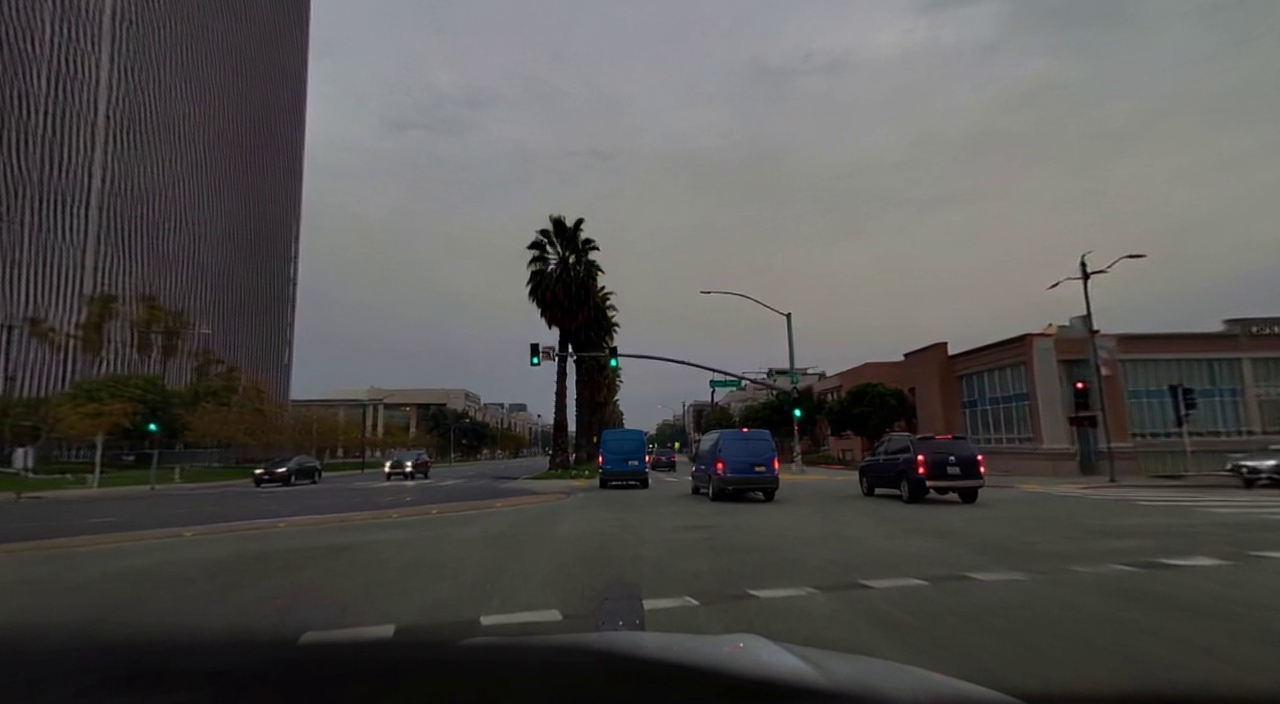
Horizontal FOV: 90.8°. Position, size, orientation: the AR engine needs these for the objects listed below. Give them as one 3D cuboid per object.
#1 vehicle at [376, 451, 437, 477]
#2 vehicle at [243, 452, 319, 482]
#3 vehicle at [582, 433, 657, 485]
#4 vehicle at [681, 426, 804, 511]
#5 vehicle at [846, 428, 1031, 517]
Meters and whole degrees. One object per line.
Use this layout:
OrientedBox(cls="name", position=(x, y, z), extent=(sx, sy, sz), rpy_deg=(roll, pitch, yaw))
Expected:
OrientedBox(cls="vehicle", position=(-14.387, 6.871, 39.162), extent=(2.067, 1.435, 4.558), rpy_deg=(0, -8, 0))
OrientedBox(cls="vehicle", position=(-22.476, 7.186, 39.752), extent=(1.957, 1.753, 4.464), rpy_deg=(-1, -9, 4))
OrientedBox(cls="vehicle", position=(-0.872, 4.527, 27.066), extent=(2.848, 1.991, 5.706), rpy_deg=(0, -9, -2))
OrientedBox(cls="vehicle", position=(2.411, 2.907, 16.294), extent=(2.200, 1.847, 4.618), rpy_deg=(0, -9, -3))
OrientedBox(cls="vehicle", position=(6.797, 2.777, 15.091), extent=(2.023, 1.771, 4.488), rpy_deg=(0, -9, -3))
